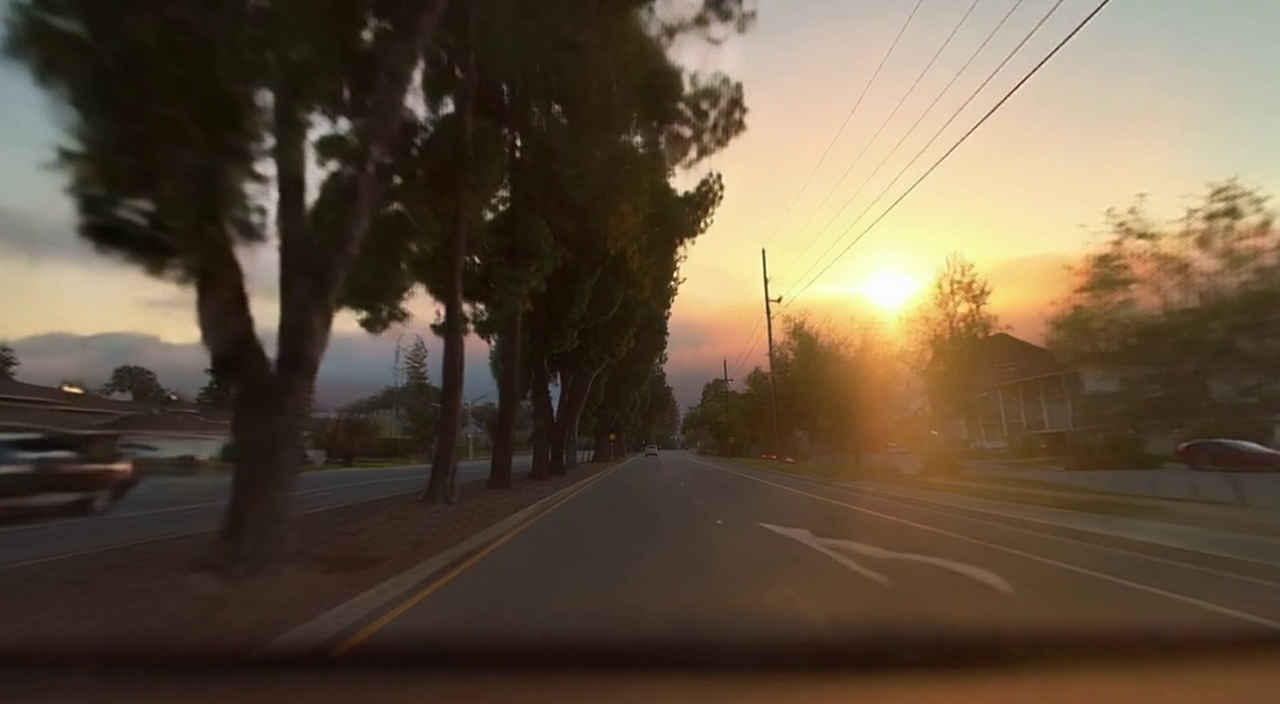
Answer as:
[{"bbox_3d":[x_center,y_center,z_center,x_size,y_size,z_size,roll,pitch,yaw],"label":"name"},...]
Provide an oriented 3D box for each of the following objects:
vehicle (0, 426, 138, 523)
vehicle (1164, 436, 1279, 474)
[{"bbox_3d":[-12.956,2.372,12.314,2.134,1.782,4.916,-1,-9,3],"label":"vehicle"},{"bbox_3d":[26.384,4.574,28.060,4.580,1.598,2.010,1,-8,-6],"label":"vehicle"}]
